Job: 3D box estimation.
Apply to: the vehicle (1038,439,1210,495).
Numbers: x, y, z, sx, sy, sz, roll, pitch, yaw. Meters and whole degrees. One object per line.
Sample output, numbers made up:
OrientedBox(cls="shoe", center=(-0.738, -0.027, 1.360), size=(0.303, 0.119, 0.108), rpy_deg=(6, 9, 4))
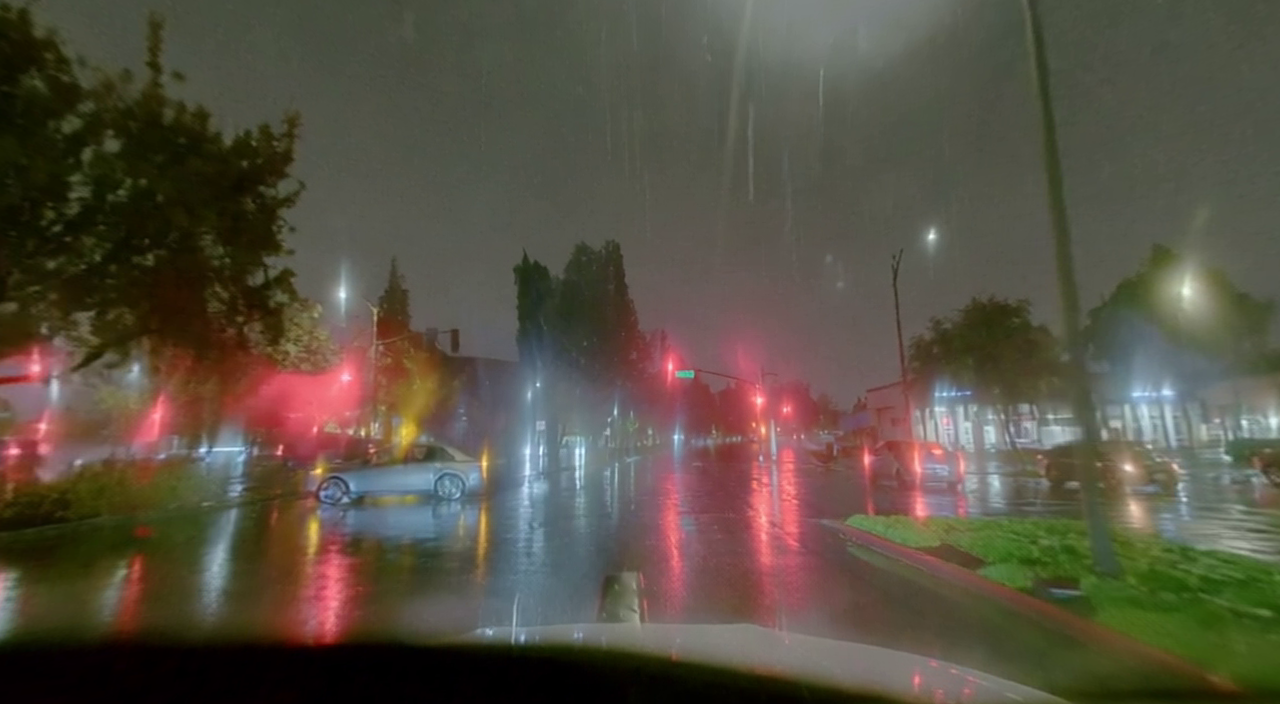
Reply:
OrientedBox(cls="vehicle", center=(14.386, 3.414, 19.178), size=(1.951, 1.491, 4.359), rpy_deg=(-1, -8, 4))

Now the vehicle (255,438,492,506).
OrientedBox(cls="vehicle", center=(-6.297, 2.824, 15.236), size=(4.792, 1.468, 2.116), rpy_deg=(-1, -8, 10))

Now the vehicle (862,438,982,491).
OrientedBox(cls="vehicle", center=(9.012, 3.615, 20.702), size=(2.061, 1.519, 4.794), rpy_deg=(-1, -8, 5))

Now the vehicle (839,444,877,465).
OrientedBox(cls="vehicle", center=(16.531, 7.750, 48.071), size=(1.824, 1.453, 4.148), rpy_deg=(-3, -9, 8))
